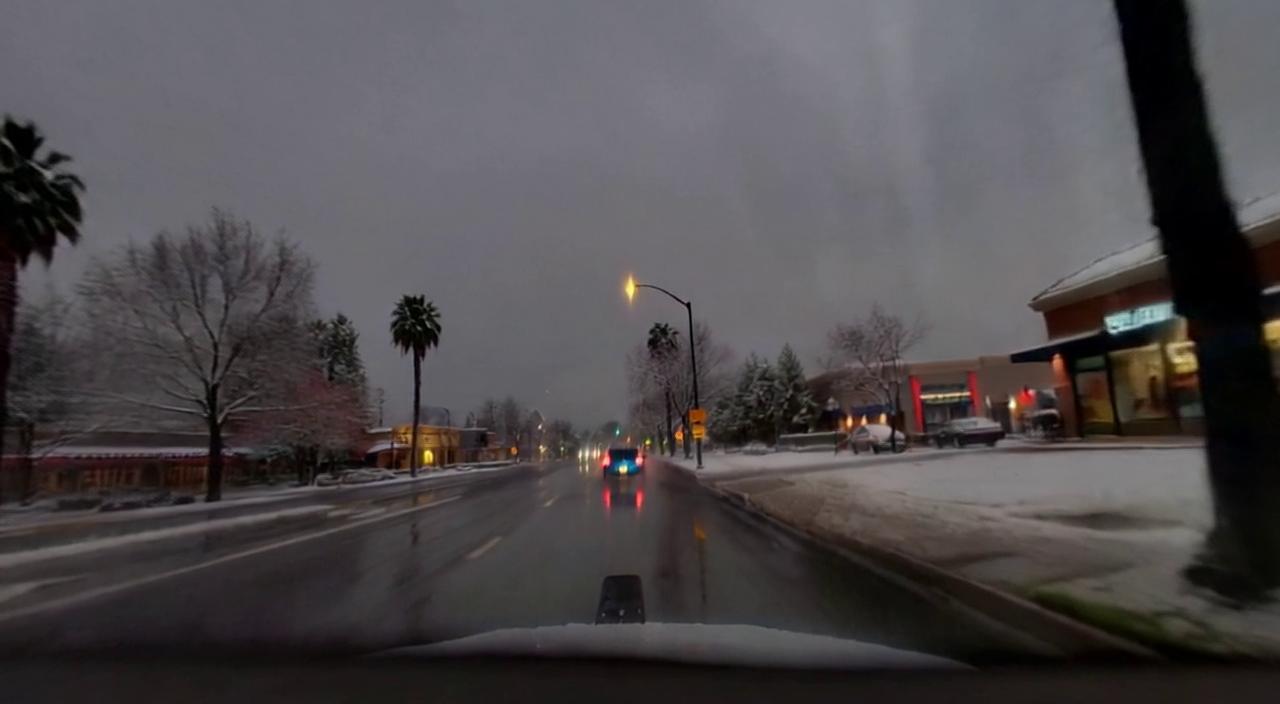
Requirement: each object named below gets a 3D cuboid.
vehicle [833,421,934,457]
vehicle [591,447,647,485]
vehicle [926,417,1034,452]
[{"bbox_3d":[12.475,4.570,32.693,1.873,1.657,4.557,5,-11,-31],"label":"vehicle"},{"bbox_3d":[-0.861,4.762,26.795,2.156,1.462,4.495,0,-9,-1],"label":"vehicle"},{"bbox_3d":[17.707,4.375,33.153,1.856,1.665,4.574,5,-10,-32],"label":"vehicle"}]
